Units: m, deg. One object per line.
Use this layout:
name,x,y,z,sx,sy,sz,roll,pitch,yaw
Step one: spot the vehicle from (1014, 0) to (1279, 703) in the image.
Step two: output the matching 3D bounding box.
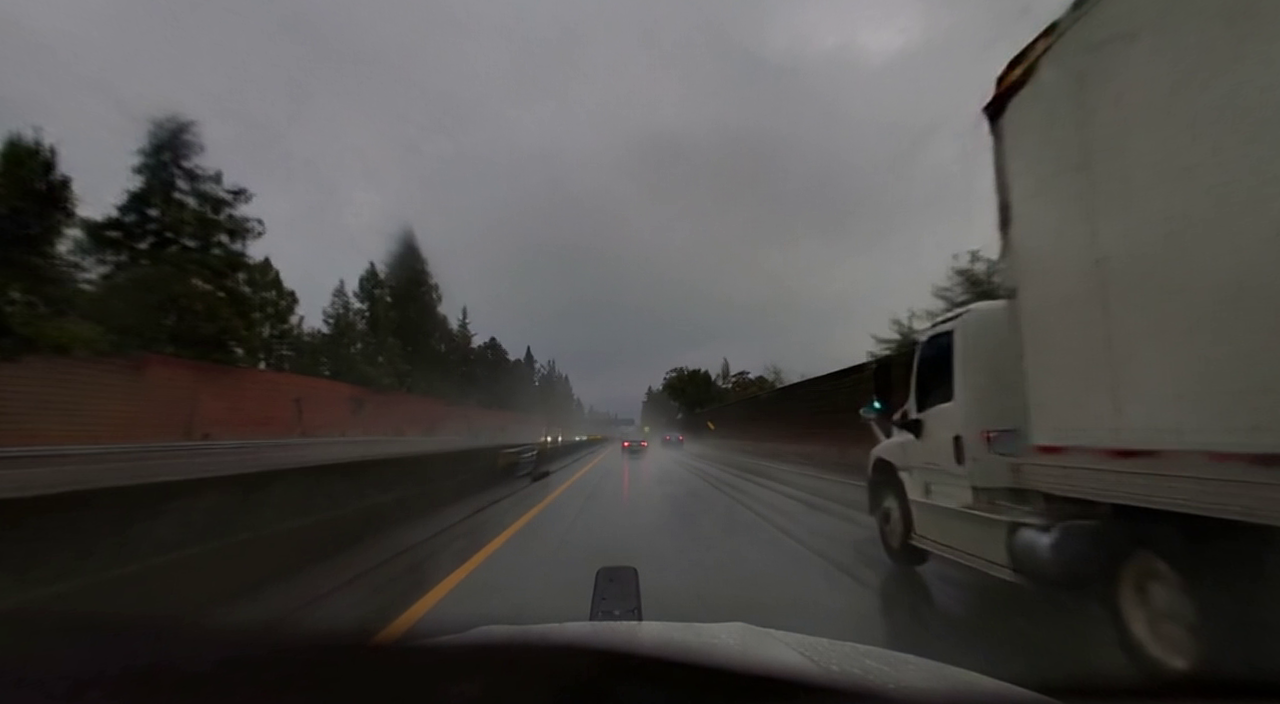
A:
vehicle,4.281,-0.184,2.801,3.009,4.109,3.167,-1,-8,0

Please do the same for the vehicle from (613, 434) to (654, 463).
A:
vehicle,-0.359,5.274,34.718,2.119,1.480,4.000,-1,-8,-1
